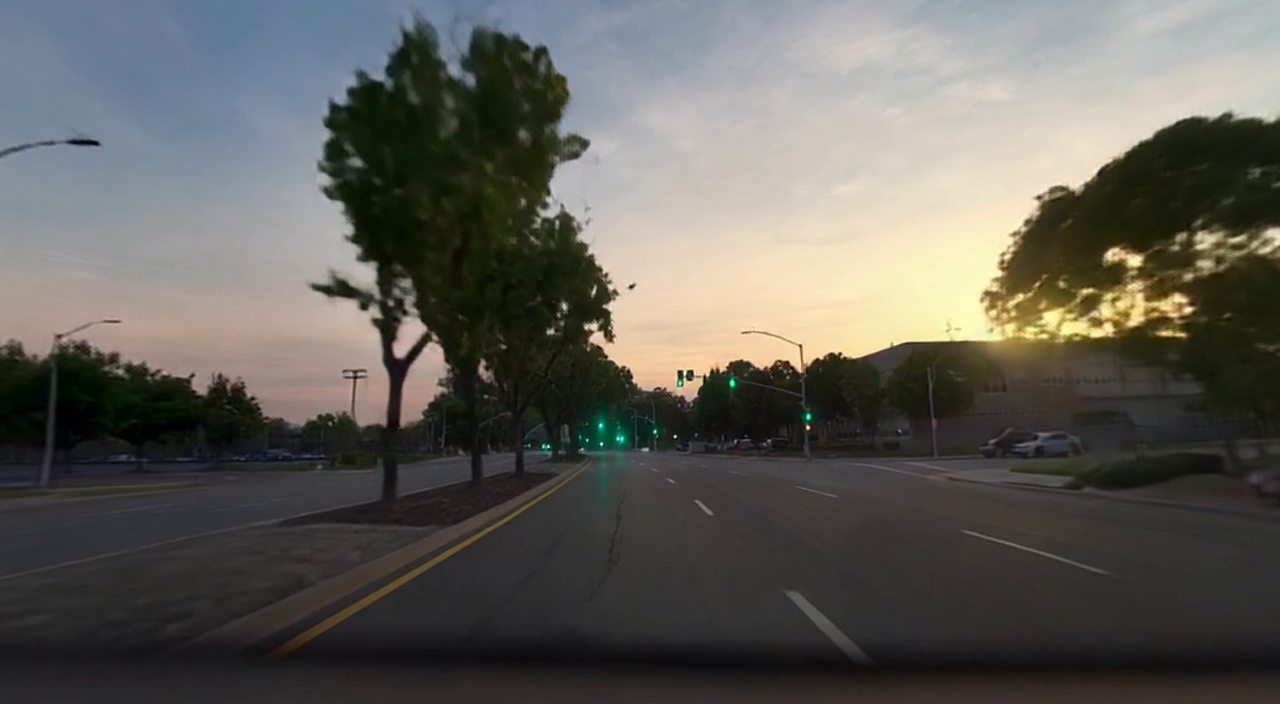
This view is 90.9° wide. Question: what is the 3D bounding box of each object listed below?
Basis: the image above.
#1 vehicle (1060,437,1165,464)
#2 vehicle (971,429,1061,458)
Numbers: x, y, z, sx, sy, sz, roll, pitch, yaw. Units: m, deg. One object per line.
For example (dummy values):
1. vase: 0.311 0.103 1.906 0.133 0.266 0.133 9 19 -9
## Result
1. vehicle: 25.126 5.264 33.593 4.053 1.376 1.945 0 -8 -3
2. vehicle: 25.943 6.330 43.543 4.950 1.924 2.146 1 -8 -8
